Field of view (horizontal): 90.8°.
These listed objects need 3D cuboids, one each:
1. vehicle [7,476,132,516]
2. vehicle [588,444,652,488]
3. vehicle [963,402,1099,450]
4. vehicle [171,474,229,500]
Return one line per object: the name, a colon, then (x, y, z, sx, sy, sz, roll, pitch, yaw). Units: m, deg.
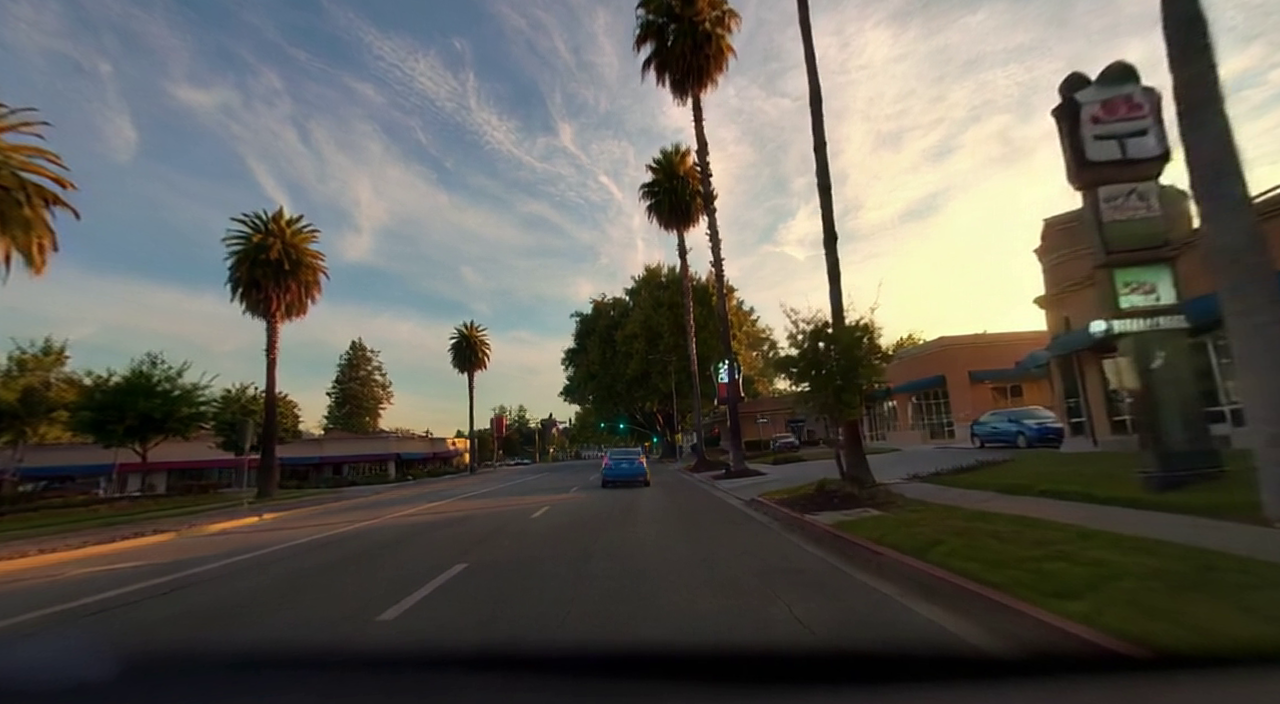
vehicle: (-30.262, 7.615, 33.771, 2.092, 1.719, 4.868, 0, -9, 0)
vehicle: (-0.721, 4.225, 23.773, 2.156, 1.462, 4.495, 0, -9, -1)
vehicle: (13.337, 2.644, 21.934, 1.827, 1.497, 4.468, 0, -9, -1)
vehicle: (-31.127, 9.566, 44.844, 1.791, 1.511, 4.030, 1, -9, -10)
